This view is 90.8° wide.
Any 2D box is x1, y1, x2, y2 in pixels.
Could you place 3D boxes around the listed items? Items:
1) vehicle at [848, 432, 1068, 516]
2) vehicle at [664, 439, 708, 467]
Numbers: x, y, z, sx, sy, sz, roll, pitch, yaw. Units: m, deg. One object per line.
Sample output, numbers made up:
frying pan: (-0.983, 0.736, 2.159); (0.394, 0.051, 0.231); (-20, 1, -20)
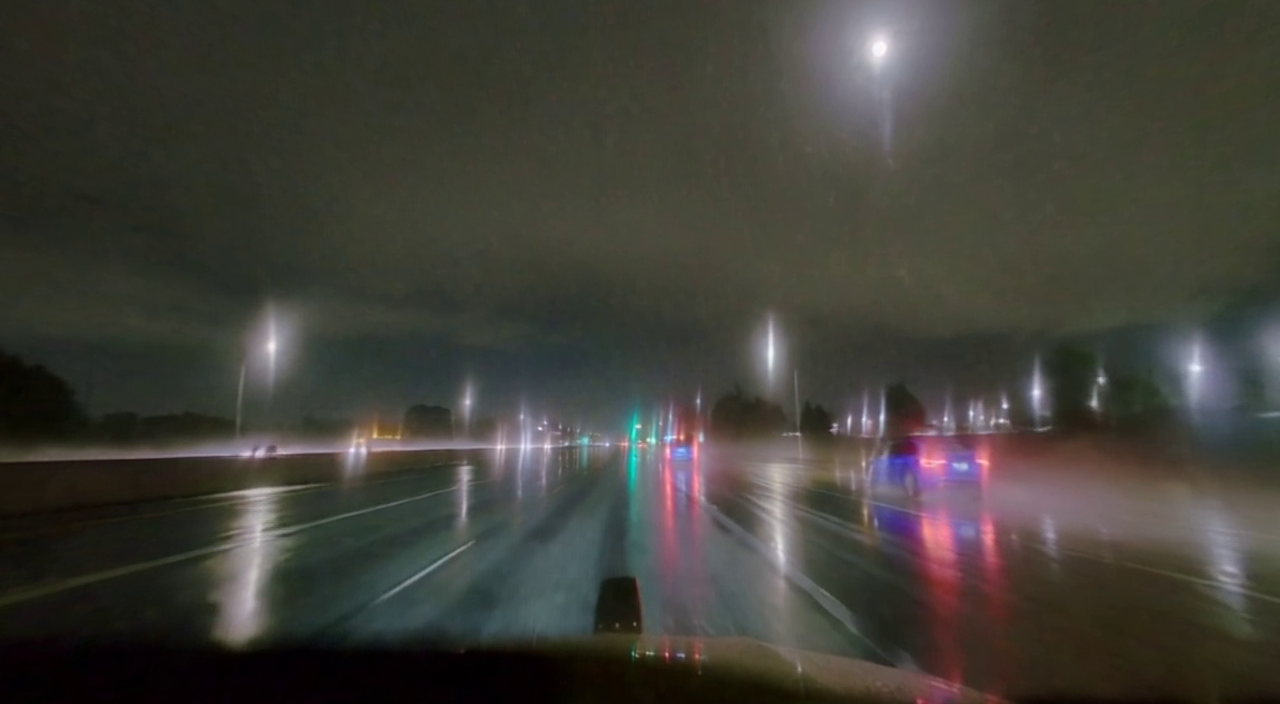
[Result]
vehicle: (6.670, 2.607, 14.128); (2.227, 1.522, 5.041); (0, -8, -1)
vehicle: (2.665, 5.985, 37.629); (2.270, 1.615, 3.770); (0, -8, -1)
